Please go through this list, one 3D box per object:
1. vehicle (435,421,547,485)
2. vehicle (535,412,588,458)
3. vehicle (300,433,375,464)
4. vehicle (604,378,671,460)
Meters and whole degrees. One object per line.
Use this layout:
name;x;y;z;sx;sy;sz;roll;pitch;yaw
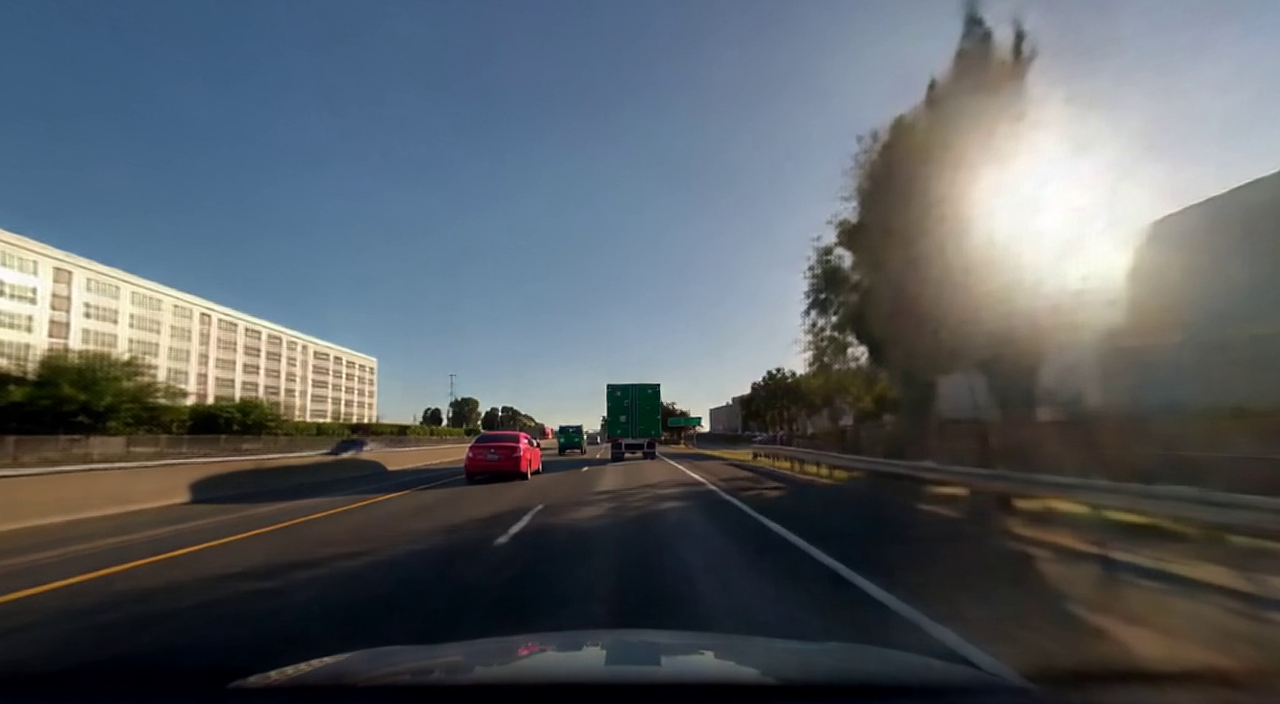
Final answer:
vehicle;-4.156;2.913;18.569;2.005;1.602;5.131;0;-8;1
vehicle;-5.044;5.481;41.516;2.717;2.714;6.997;0;-8;-1
vehicle;-17.082;5.465;35.838;2.132;1.644;4.327;0;-8;-1
vehicle;-0.259;3.964;36.037;3.259;4.066;9.891;0;-8;-2
